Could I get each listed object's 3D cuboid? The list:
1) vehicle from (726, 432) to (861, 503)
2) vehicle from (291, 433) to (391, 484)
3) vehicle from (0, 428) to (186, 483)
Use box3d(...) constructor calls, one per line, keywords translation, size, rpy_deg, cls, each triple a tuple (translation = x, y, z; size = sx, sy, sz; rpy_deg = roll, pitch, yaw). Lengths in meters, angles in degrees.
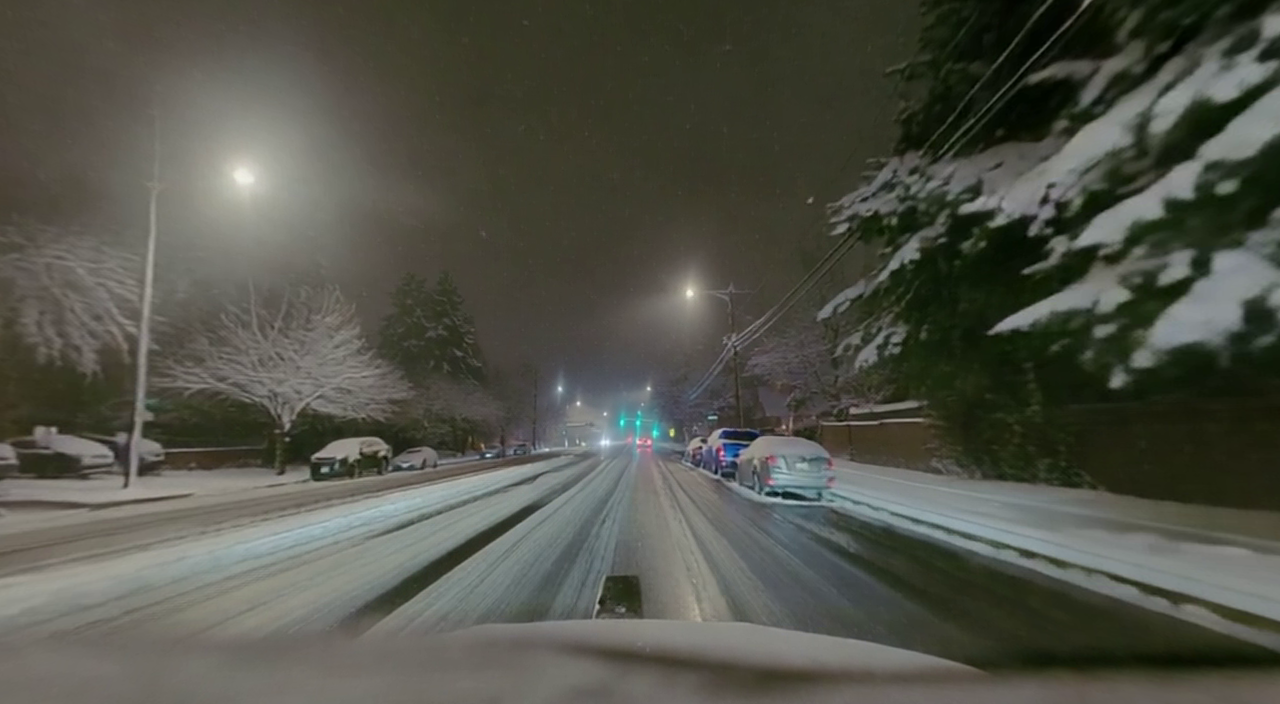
box3d(translation=(3.564, 2.794, 15.798), size=(1.911, 1.471, 5.151), rpy_deg=(0, -8, -2), cls="vehicle")
box3d(translation=(-13.867, 4.952, 29.781), size=(2.155, 1.991, 5.722), rpy_deg=(-3, -8, -2), cls="vehicle")
box3d(translation=(-21.940, 4.086, 25.027), size=(6.230, 1.991, 2.456), rpy_deg=(-1, -8, 7), cls="vehicle")
